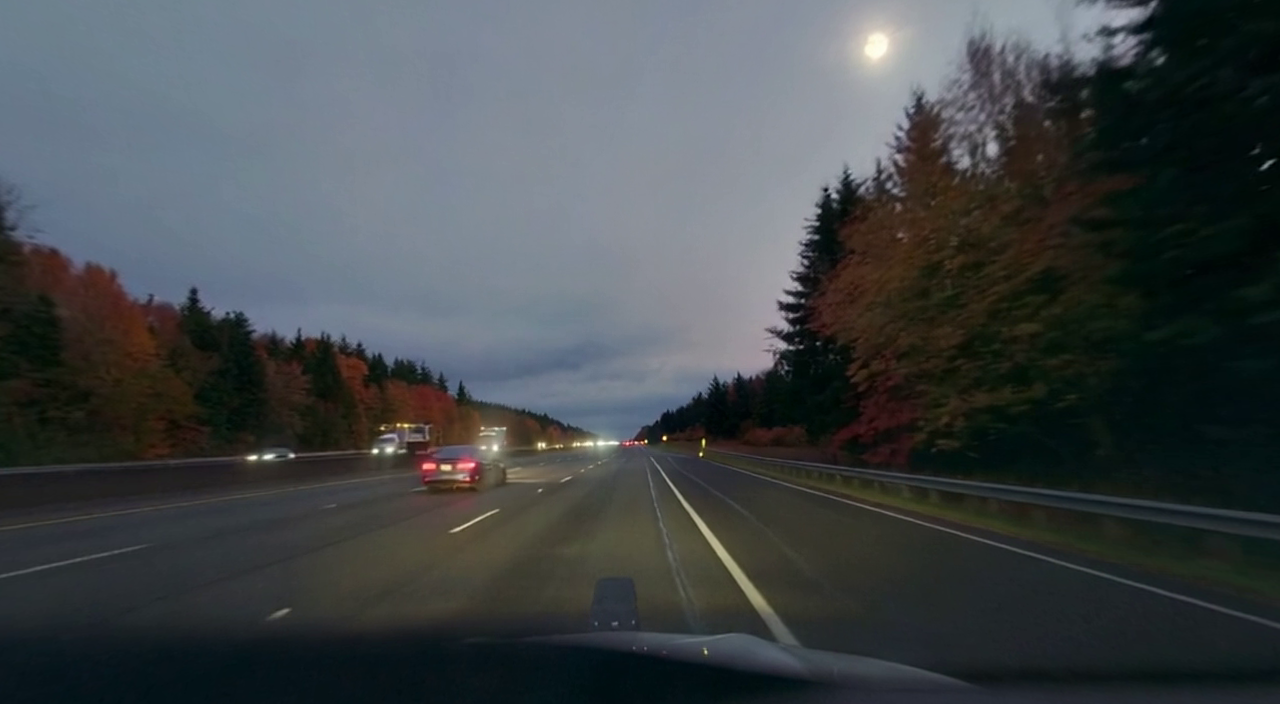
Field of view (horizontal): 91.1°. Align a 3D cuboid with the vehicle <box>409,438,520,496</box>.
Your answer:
[{"bbox_3d":[-4.986,3.288,18.560,2.004,1.497,4.260,0,-8,1],"label":"vehicle"}]

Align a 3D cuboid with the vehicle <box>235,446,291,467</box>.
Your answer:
[{"bbox_3d":[-29.186,8.093,48.780,1.761,1.477,3.966,0,-8,1],"label":"vehicle"}]
